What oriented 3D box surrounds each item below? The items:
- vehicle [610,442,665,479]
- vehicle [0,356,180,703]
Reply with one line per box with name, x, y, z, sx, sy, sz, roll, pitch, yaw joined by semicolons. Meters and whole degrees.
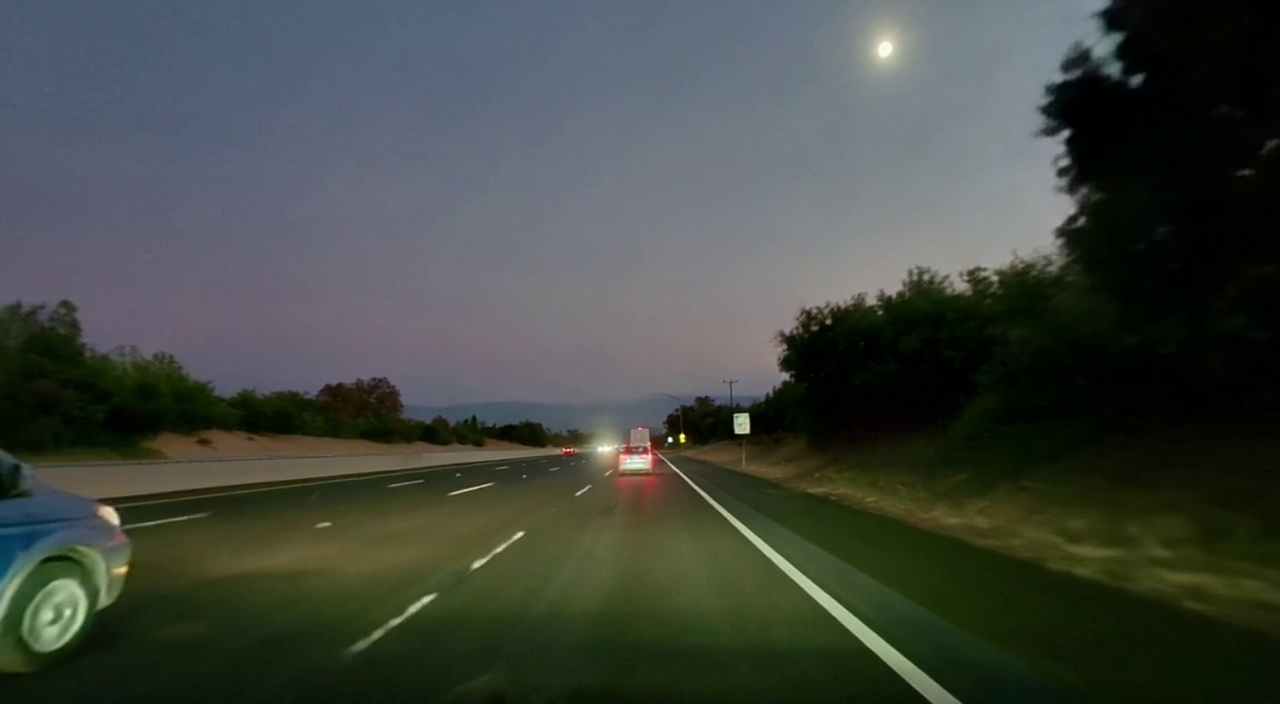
vehicle;-0.077;4.711;27.695;2.238;1.479;3.672;0;-9;1
vehicle;-4.579;0.765;2.134;2.174;1.862;5.012;0;-9;1
